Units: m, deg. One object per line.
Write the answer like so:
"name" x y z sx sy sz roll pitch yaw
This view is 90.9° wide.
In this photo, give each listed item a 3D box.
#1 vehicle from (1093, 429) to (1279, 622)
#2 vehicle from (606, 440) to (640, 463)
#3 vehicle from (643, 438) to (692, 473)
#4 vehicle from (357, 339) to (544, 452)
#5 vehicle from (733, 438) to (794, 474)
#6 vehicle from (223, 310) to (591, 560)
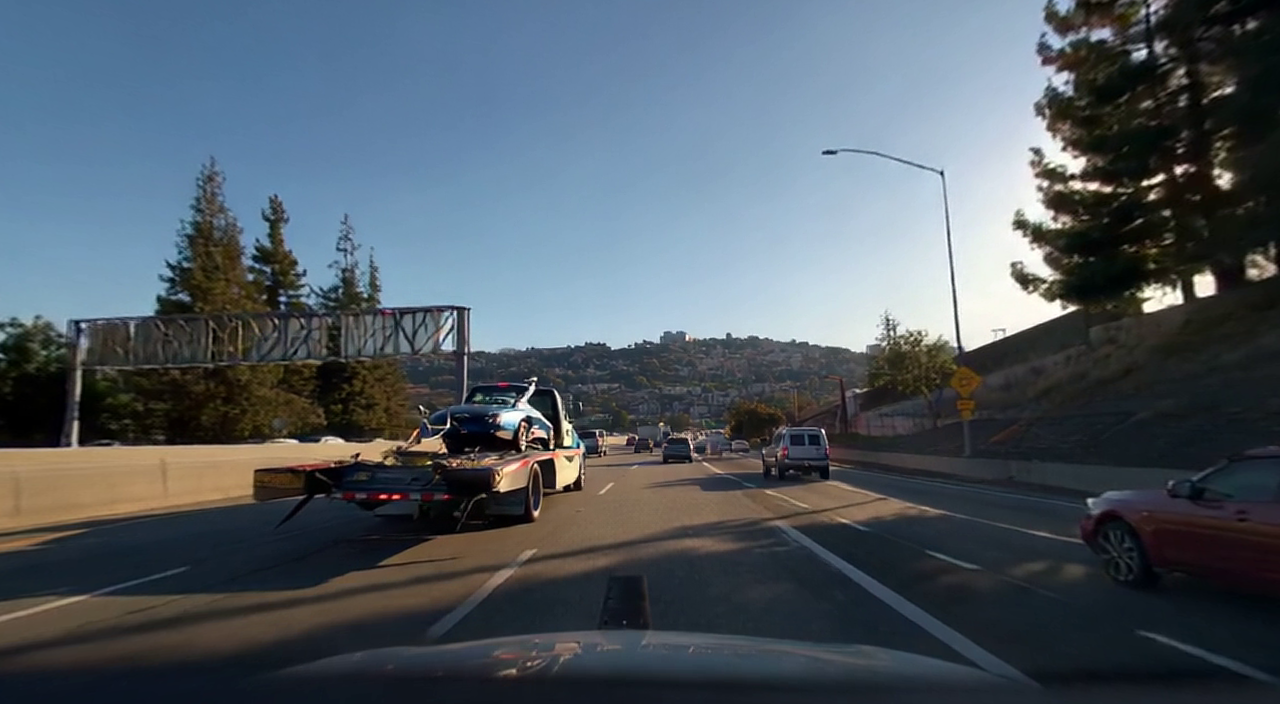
"vehicle" 5.992 1.301 4.594 2.040 1.481 4.260 1 -8 -3
"vehicle" -1.115 6.918 43.973 2.016 1.450 4.310 -1 -8 4
"vehicle" 1.267 4.728 29.044 2.079 1.499 3.915 0 -8 2
"vehicle" -3.147 0.982 11.698 1.893 1.674 4.766 0 -8 1
"vehicle" 6.006 5.085 31.191 2.075 1.614 4.682 0 -8 0
"vehicle" -3.158 1.701 12.675 3.162 2.955 10.282 0 -8 2
